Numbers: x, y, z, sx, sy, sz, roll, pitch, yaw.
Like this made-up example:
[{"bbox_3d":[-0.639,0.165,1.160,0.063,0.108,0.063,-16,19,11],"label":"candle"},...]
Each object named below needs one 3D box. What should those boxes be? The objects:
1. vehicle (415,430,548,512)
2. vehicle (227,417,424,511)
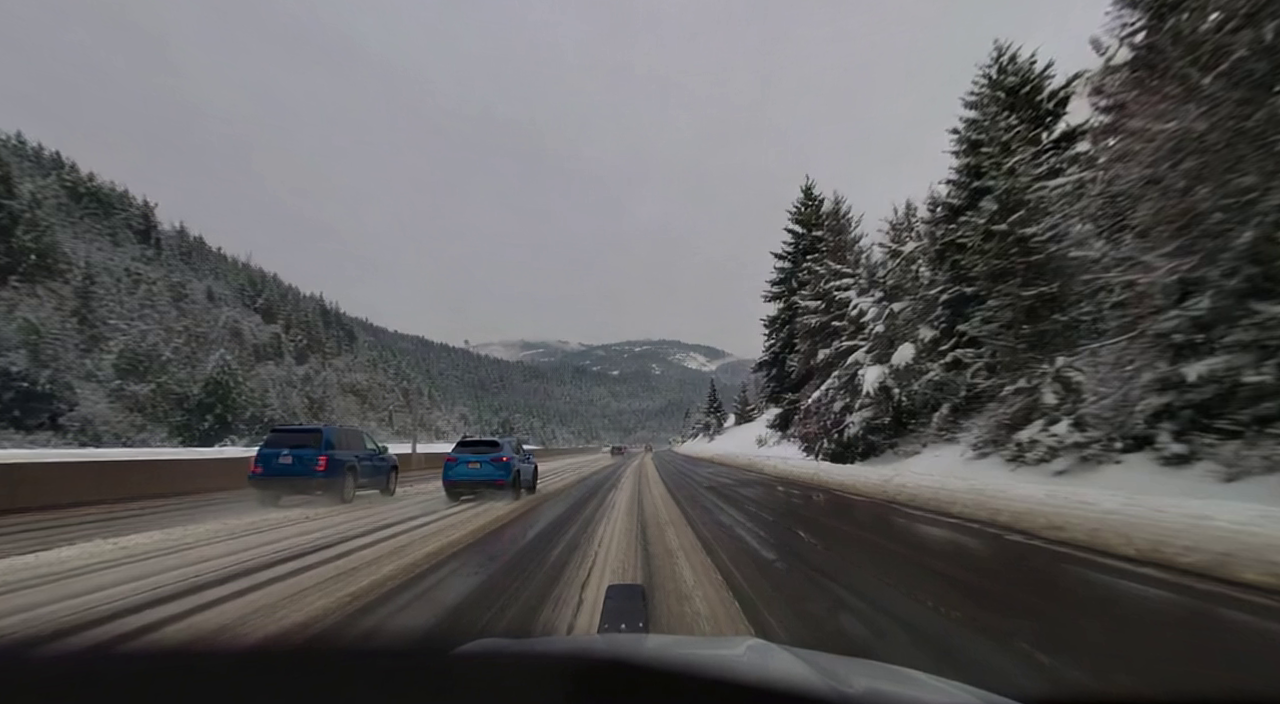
[{"bbox_3d":[-3.571,2.762,15.143,1.983,1.663,4.290,0,-9,1],"label":"vehicle"},{"bbox_3d":[-7.340,2.682,15.519,2.151,1.925,4.945,0,-9,2],"label":"vehicle"}]
